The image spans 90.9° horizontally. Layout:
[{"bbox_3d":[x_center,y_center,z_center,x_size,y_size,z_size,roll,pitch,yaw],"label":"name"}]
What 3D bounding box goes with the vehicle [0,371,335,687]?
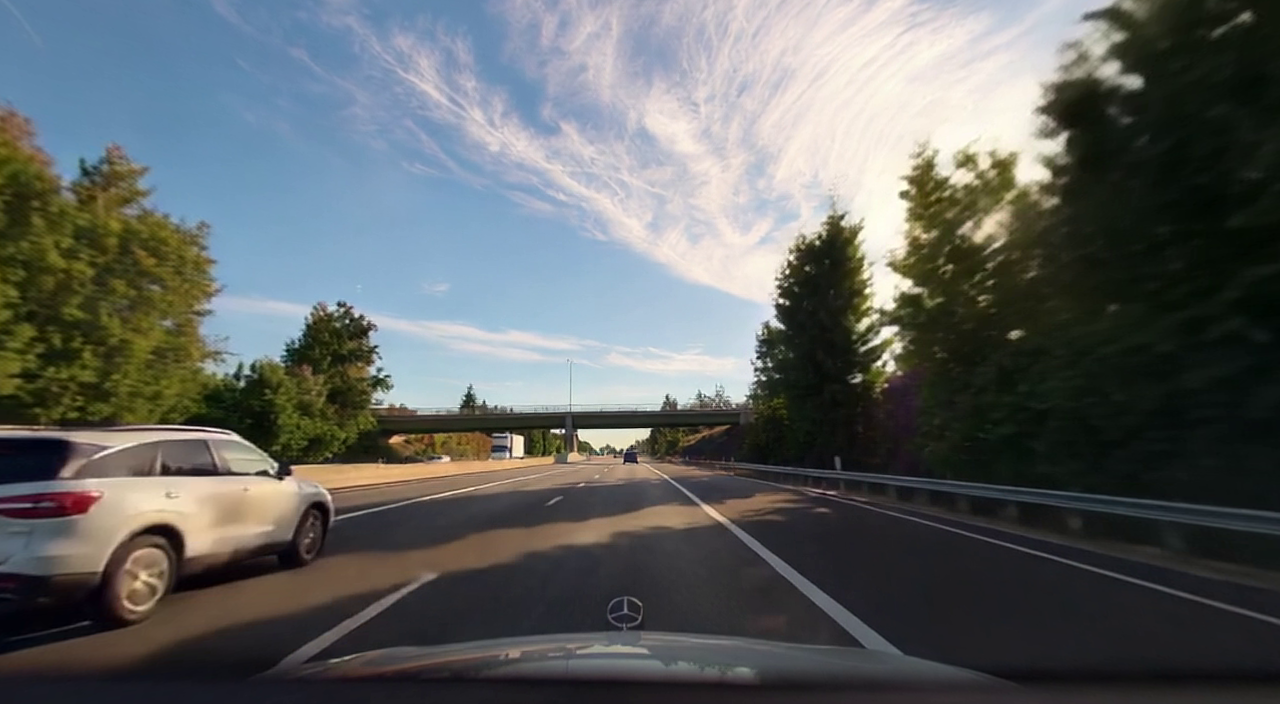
[{"bbox_3d":[-4.699,1.214,4.956,2.221,1.750,4.706,0,-9,0],"label":"vehicle"}]
